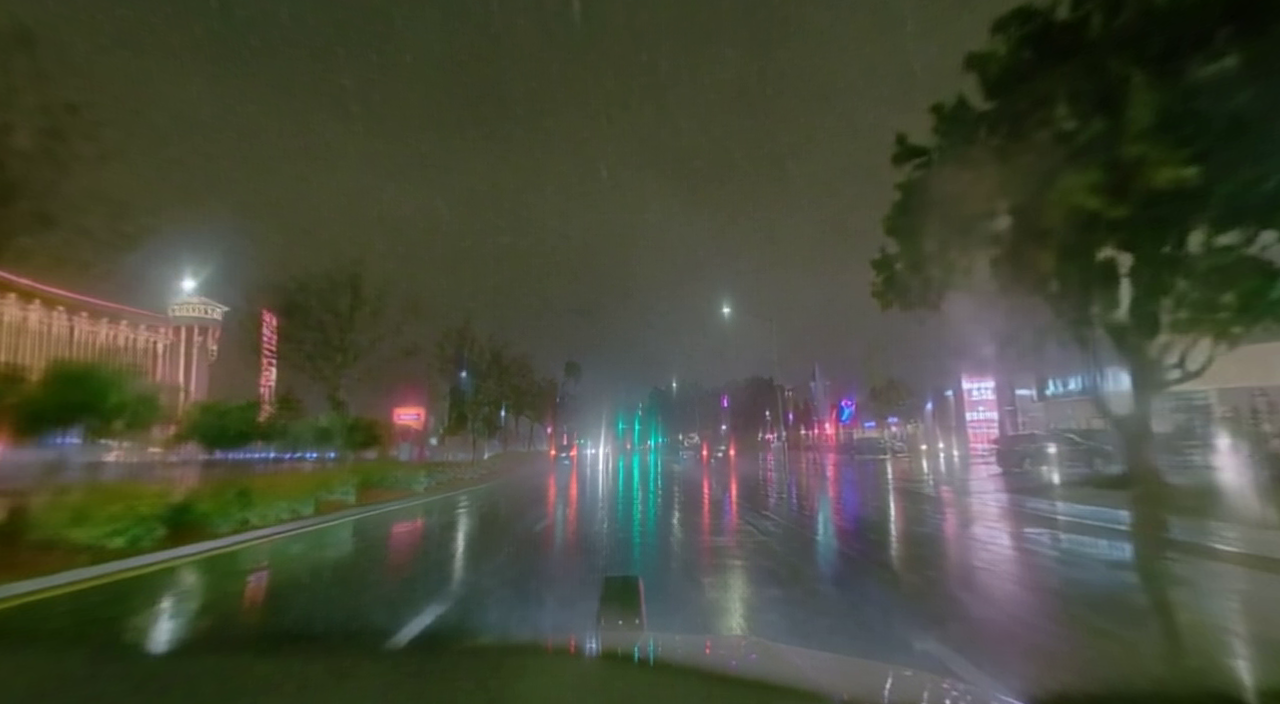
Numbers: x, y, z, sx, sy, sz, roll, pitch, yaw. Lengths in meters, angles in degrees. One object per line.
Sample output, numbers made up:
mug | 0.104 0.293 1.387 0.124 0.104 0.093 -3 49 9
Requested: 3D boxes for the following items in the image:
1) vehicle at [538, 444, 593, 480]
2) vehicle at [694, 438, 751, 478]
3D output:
vehicle | -3.332 4.978 28.837 2.005 1.477 4.169 0 -8 0
vehicle | 3.856 5.033 30.119 2.083 1.743 4.354 0 -8 -1
